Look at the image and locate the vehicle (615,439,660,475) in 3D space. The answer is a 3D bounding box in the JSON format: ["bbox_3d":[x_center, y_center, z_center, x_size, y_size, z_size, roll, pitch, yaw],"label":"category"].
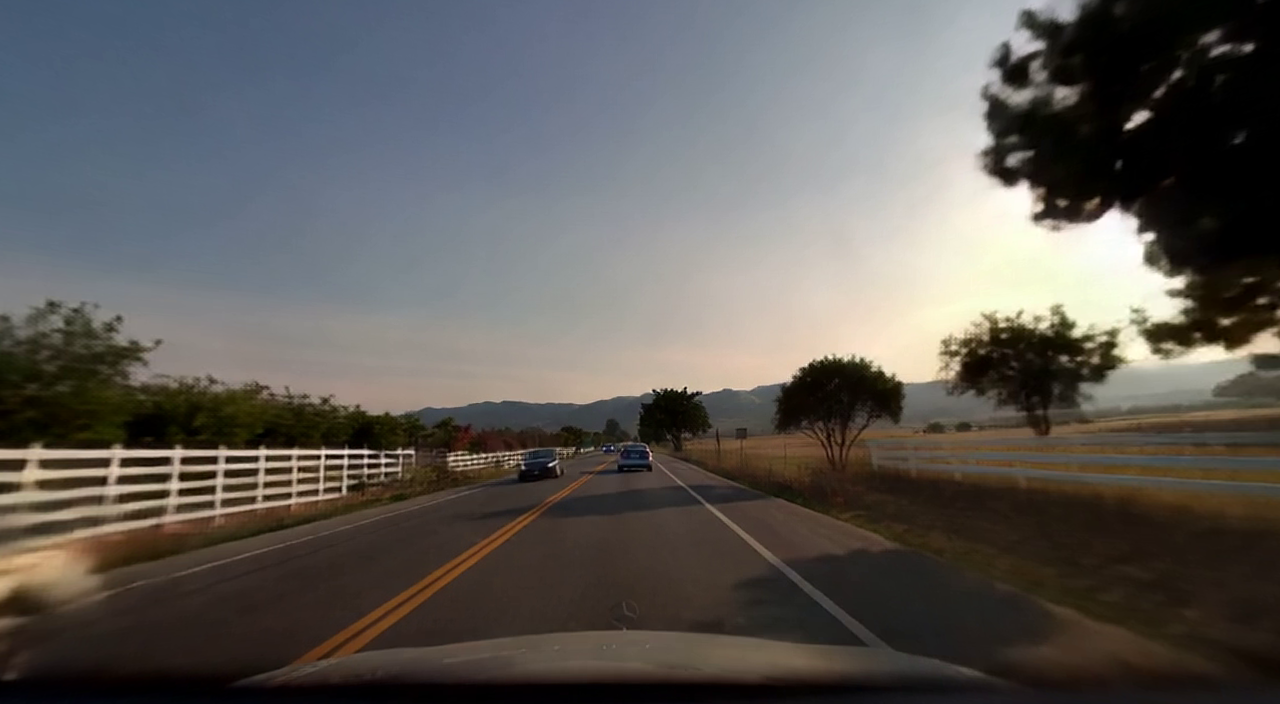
[{"bbox_3d":[-0.134,5.231,31.782,2.158,1.669,4.006,0,-8,0],"label":"vehicle"}]

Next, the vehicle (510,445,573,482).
[{"bbox_3d":[-4.474,5.121,29.407,2.107,1.534,4.752,0,-8,0],"label":"vehicle"}]
